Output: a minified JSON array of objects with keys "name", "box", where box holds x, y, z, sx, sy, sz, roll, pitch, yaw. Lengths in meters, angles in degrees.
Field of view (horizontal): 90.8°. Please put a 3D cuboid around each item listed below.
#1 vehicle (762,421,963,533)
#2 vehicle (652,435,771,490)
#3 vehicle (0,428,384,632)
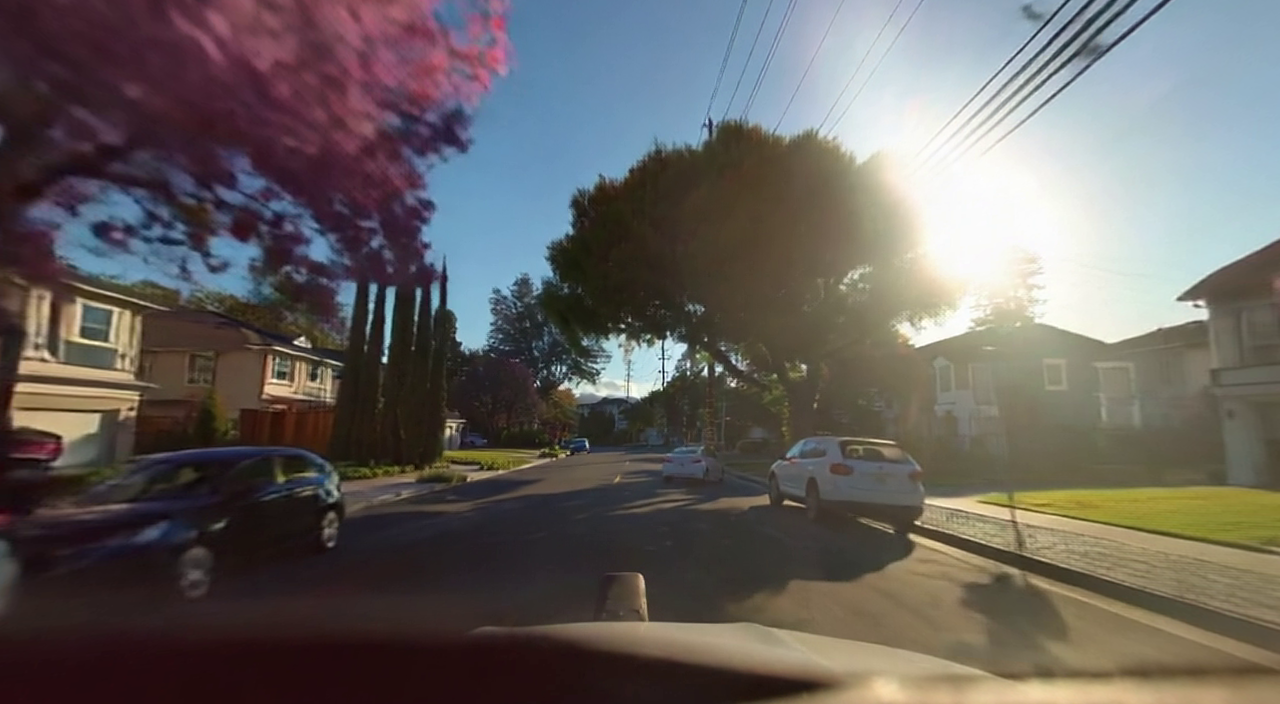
[{"name":"vehicle","box":[3.811,2.224,11.842,2.103,1.679,4.386,0,-8,-1]},{"name":"vehicle","box":[2.312,3.277,19.122,2.075,1.449,4.526,-4,-9,27]},{"name":"vehicle","box":[-4.765,1.624,6.932,1.810,1.446,4.668,0,-8,2]}]
